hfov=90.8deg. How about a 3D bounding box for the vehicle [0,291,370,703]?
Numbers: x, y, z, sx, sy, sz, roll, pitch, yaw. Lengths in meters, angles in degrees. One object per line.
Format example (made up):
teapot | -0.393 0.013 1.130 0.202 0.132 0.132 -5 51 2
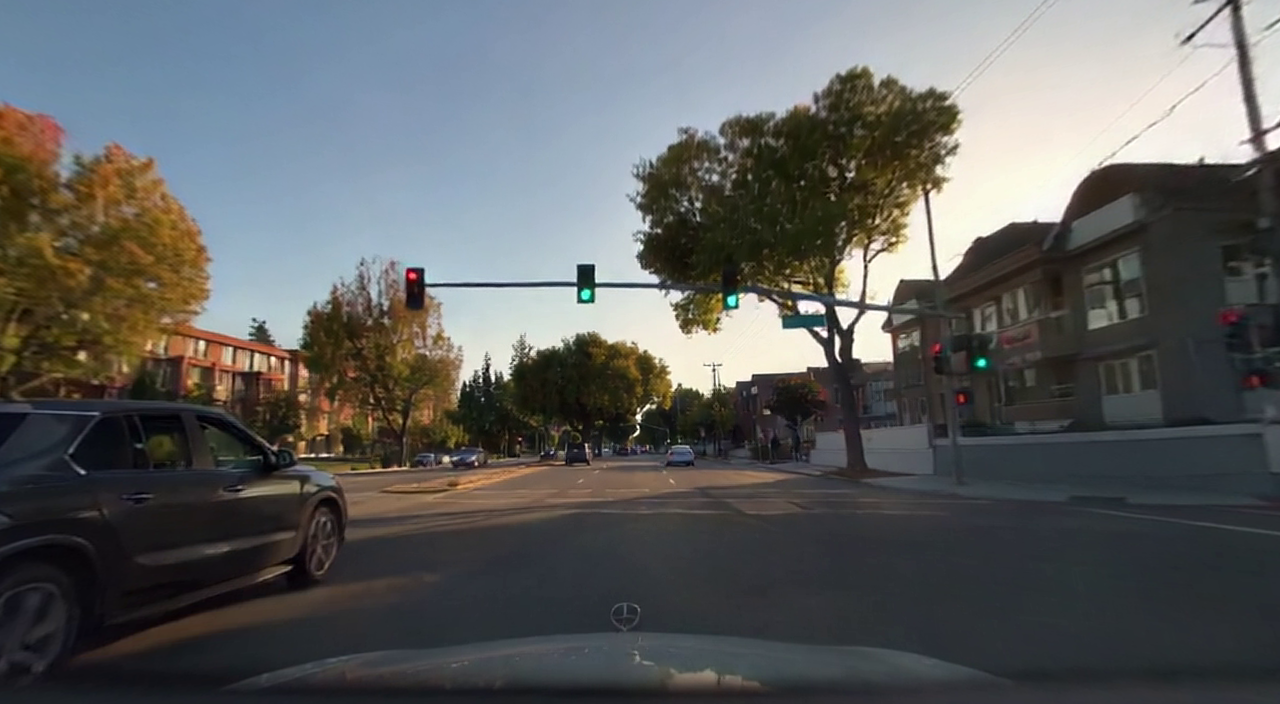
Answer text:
vehicle | -3.778 0.878 3.492 2.225 1.984 5.168 0 -9 1

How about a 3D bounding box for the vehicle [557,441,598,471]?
vehicle | -3.782 6.398 39.006 2.083 1.685 4.069 0 -9 1

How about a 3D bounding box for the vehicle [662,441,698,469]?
vehicle | 2.572 6.766 41.768 2.018 1.719 4.369 0 -9 -1
